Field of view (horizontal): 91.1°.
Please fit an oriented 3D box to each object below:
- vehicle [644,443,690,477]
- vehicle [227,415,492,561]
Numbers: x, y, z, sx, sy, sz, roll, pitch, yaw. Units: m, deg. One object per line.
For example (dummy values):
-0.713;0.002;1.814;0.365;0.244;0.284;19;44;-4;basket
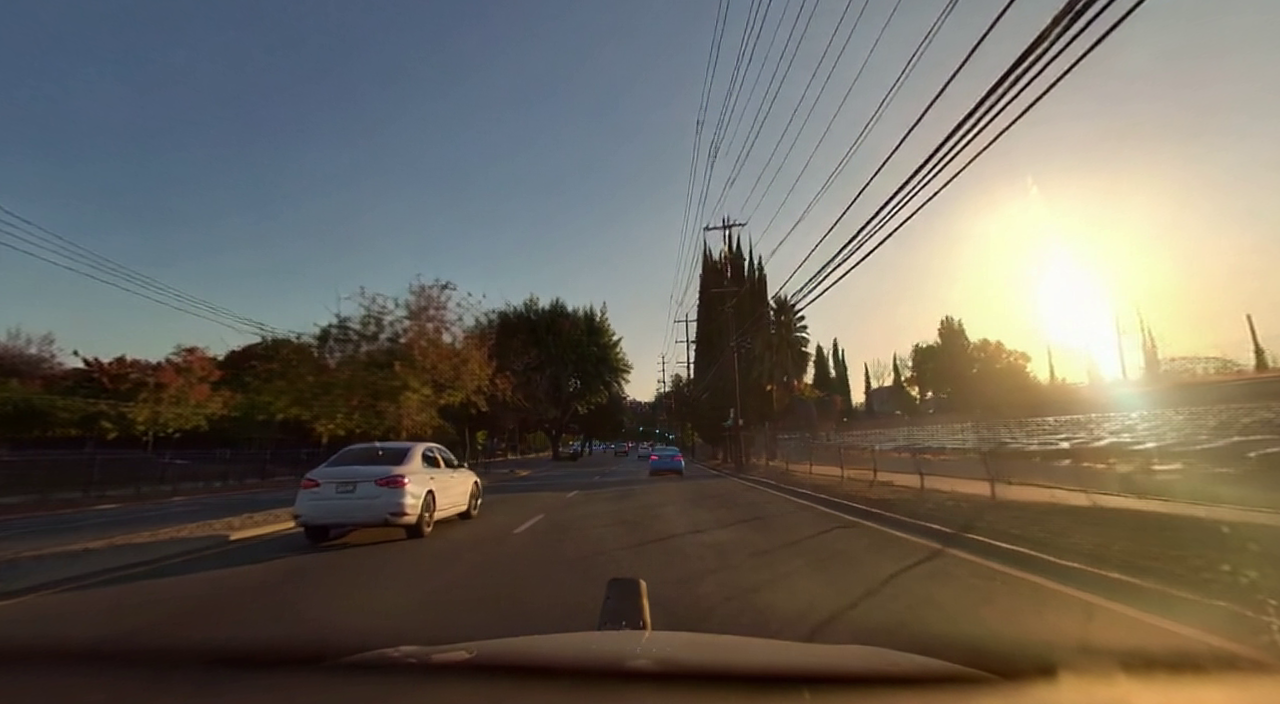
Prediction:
1.247;5.147;30.230;2.059;1.486;3.980;0;-8;1;vehicle
-3.836;1.933;9.654;1.950;1.692;4.397;0;-8;1;vehicle
